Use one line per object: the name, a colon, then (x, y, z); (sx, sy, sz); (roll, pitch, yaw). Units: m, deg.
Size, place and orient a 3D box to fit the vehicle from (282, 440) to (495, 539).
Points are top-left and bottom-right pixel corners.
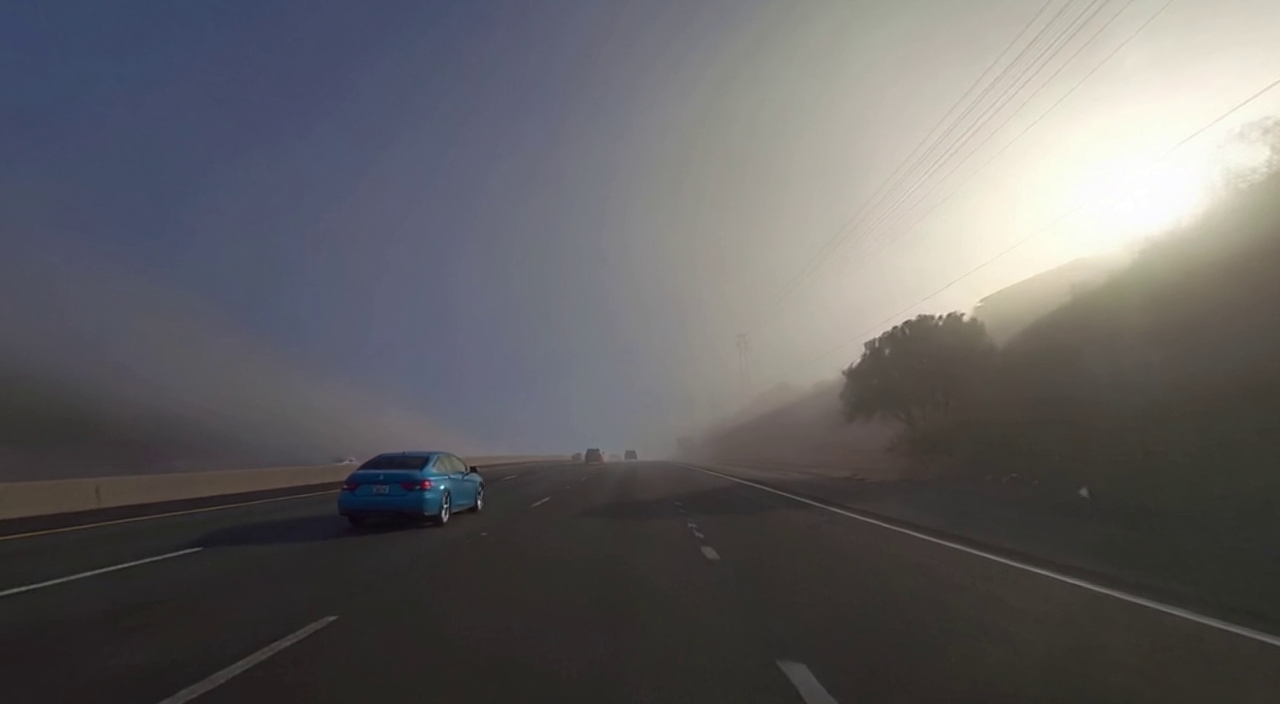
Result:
vehicle: (-4.423, 2.486, 12.202); (2.064, 1.489, 4.966); (0, -9, 0)
